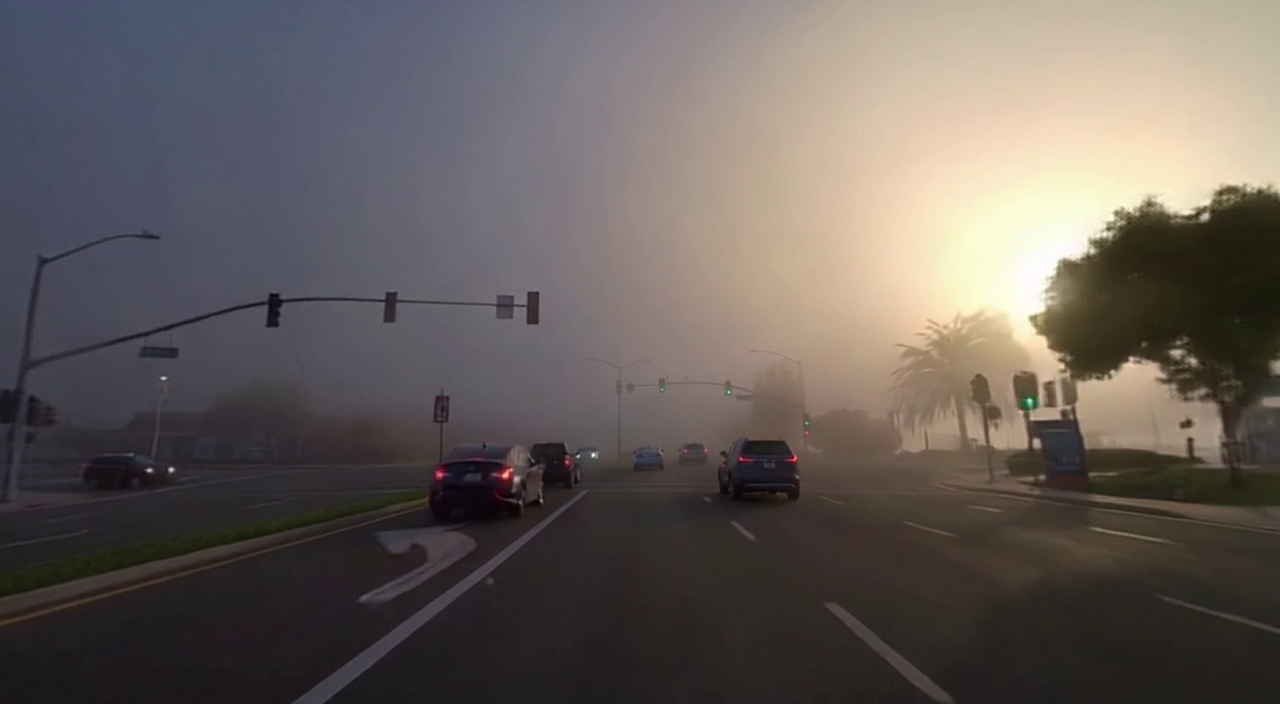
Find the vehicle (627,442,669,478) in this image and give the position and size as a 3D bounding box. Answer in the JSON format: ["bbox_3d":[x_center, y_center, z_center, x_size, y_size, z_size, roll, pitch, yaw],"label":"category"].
[{"bbox_3d":[0.371,5.459,32.106,1.991,1.664,3.814,0,-9,0],"label":"vehicle"}]

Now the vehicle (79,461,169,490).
[{"bbox_3d":[-31.431,7.542,38.460,3.811,1.628,1.920,-1,-9,1],"label":"vehicle"}]

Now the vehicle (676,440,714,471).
[{"bbox_3d":[3.680,7.021,43.051,2.154,1.975,4.634,0,-9,-1],"label":"vehicle"}]

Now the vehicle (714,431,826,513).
[{"bbox_3d":[3.037,2.879,15.560,1.872,1.752,3.896,0,-9,-1],"label":"vehicle"}]

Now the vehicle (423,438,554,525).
[{"bbox_3d":[-3.121,2.740,13.940,1.788,1.600,4.298,0,-9,0],"label":"vehicle"}]
